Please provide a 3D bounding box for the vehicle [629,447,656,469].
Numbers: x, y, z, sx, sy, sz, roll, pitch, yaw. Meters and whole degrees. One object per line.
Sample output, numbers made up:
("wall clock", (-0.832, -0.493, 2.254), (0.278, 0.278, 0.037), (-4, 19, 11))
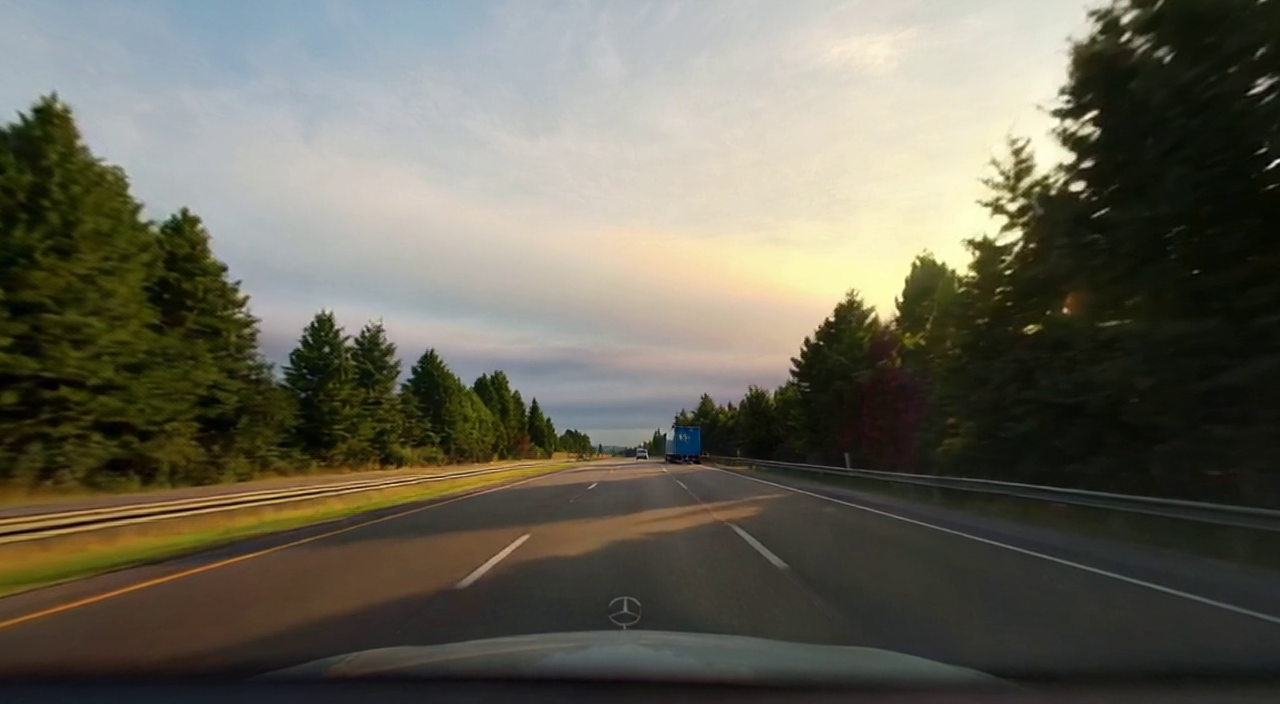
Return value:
("vehicle", (0.174, 7.625, 45.313), (1.900, 1.497, 3.732), (0, -9, 0))
